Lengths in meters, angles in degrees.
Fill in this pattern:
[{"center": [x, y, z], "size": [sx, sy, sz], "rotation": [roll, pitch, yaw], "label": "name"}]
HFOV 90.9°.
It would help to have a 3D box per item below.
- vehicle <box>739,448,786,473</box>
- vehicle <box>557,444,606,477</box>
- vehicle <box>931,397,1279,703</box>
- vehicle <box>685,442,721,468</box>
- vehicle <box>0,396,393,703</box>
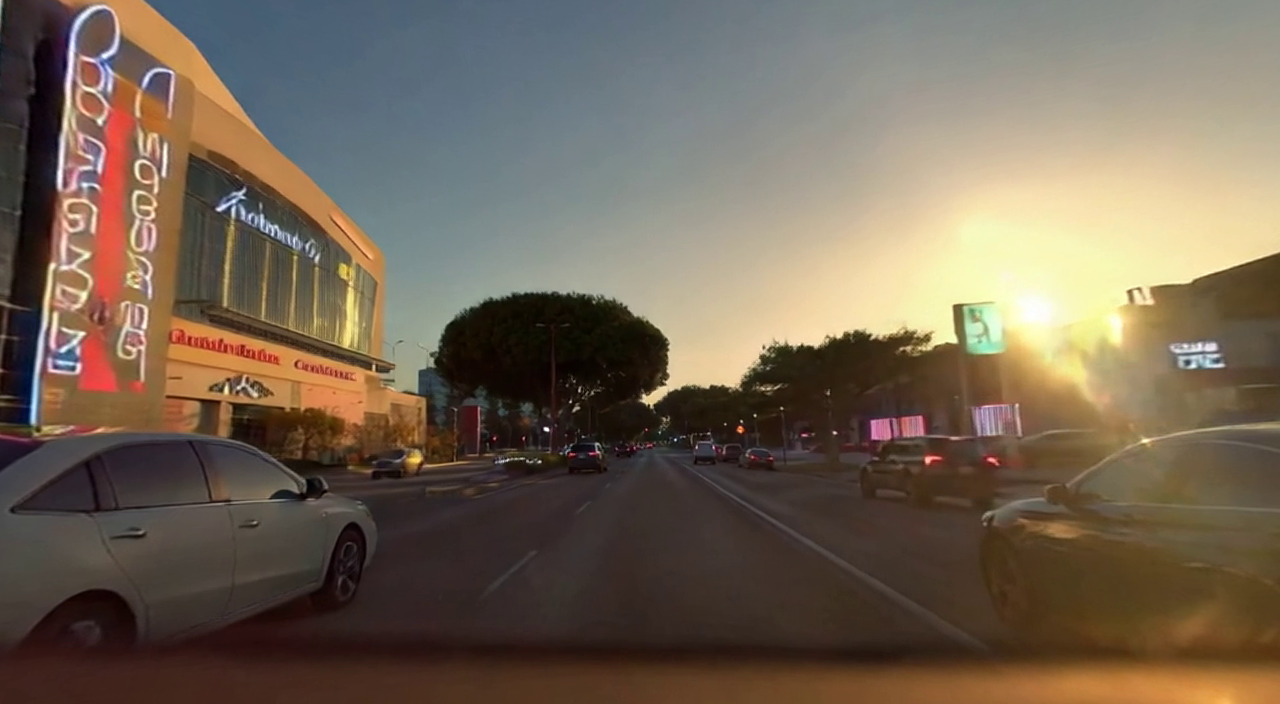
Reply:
[{"center": [7.641, 6.780, 39.726], "size": [1.976, 1.469, 4.576], "rotation": [0, -9, -1], "label": "vehicle"}, {"center": [-2.856, 5.394, 31.705], "size": [1.917, 1.511, 4.436], "rotation": [-1, -9, 1], "label": "vehicle"}, {"center": [3.323, 0.974, 2.674], "size": [1.981, 1.499, 4.536], "rotation": [0, -9, 0], "label": "vehicle"}, {"center": [4.276, 7.094, 43.509], "size": [2.007, 1.683, 4.171], "rotation": [0, -9, -1], "label": "vehicle"}, {"center": [-3.454, 1.085, 3.381], "size": [2.155, 1.504, 4.776], "rotation": [-1, -9, 2], "label": "vehicle"}]
